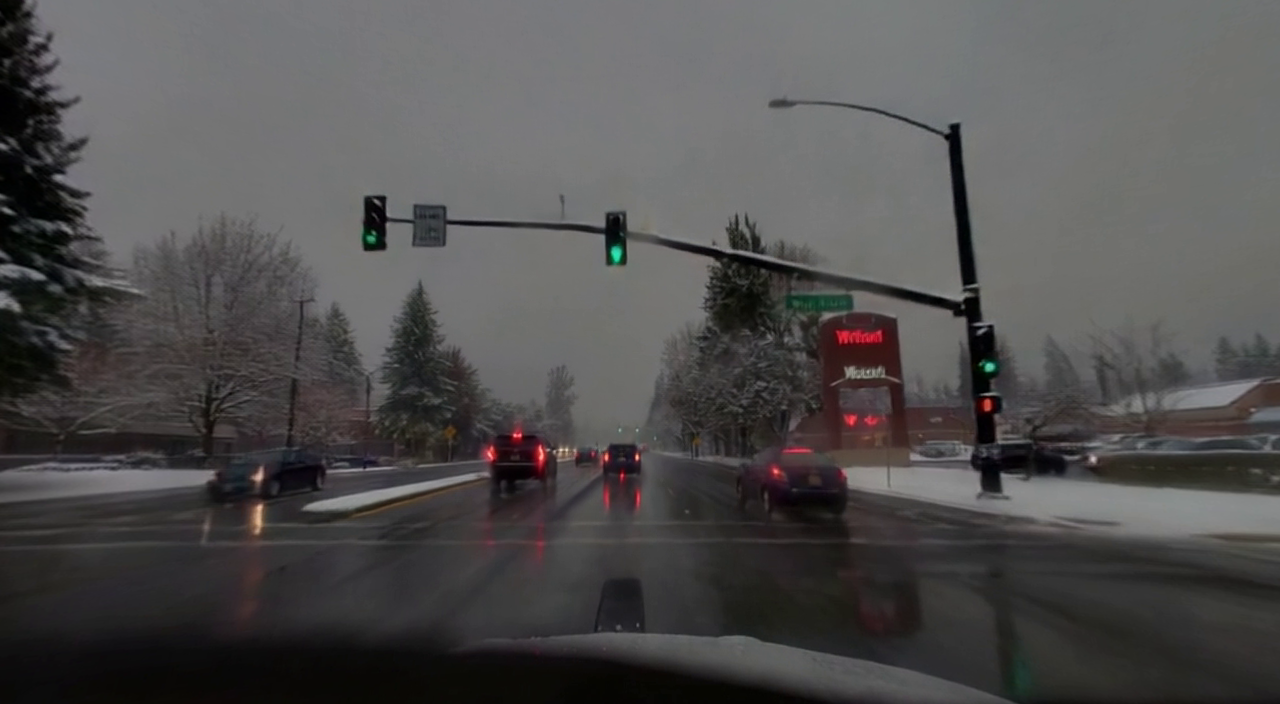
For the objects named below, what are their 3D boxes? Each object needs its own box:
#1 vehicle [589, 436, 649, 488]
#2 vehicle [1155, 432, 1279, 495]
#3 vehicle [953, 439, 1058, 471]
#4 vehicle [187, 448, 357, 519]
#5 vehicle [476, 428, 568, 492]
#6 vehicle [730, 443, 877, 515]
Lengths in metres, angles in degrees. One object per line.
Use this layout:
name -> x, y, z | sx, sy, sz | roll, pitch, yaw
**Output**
vehicle -> -0.752, 4.160, 24.153 | 2.061, 1.809, 4.141 | 0, -9, 0
vehicle -> 18.970, 3.284, 18.896 | 5.209, 1.743, 2.081 | 0, -9, 0
vehicle -> 18.564, 5.250, 32.237 | 4.107, 1.540, 1.994 | 0, -9, -1
vehicle -> -9.199, 3.278, 16.320 | 1.867, 1.427, 4.371 | -3, -8, -1
vehicle -> -4.050, 3.850, 22.880 | 2.252, 1.999, 5.605 | 0, -9, 0
vehicle -> 3.674, 2.947, 15.208 | 2.207, 1.447, 4.418 | 0, -9, -2
